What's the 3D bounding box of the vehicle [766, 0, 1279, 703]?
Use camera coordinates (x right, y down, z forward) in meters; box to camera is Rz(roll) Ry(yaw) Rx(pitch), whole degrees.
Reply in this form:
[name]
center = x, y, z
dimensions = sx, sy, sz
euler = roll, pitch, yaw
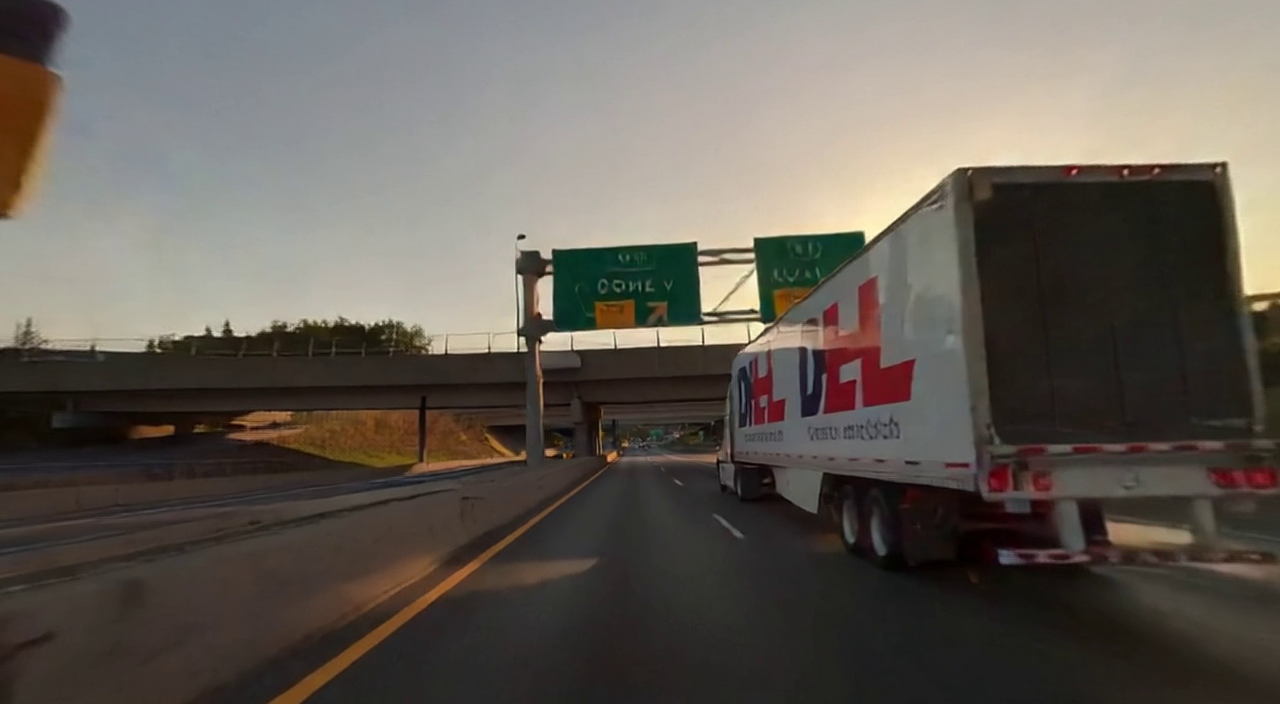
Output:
[vehicle]
center = 3.843, 0.250, 7.267
dimensions = 2.879, 4.075, 8.126
euler = 0, -9, -1
